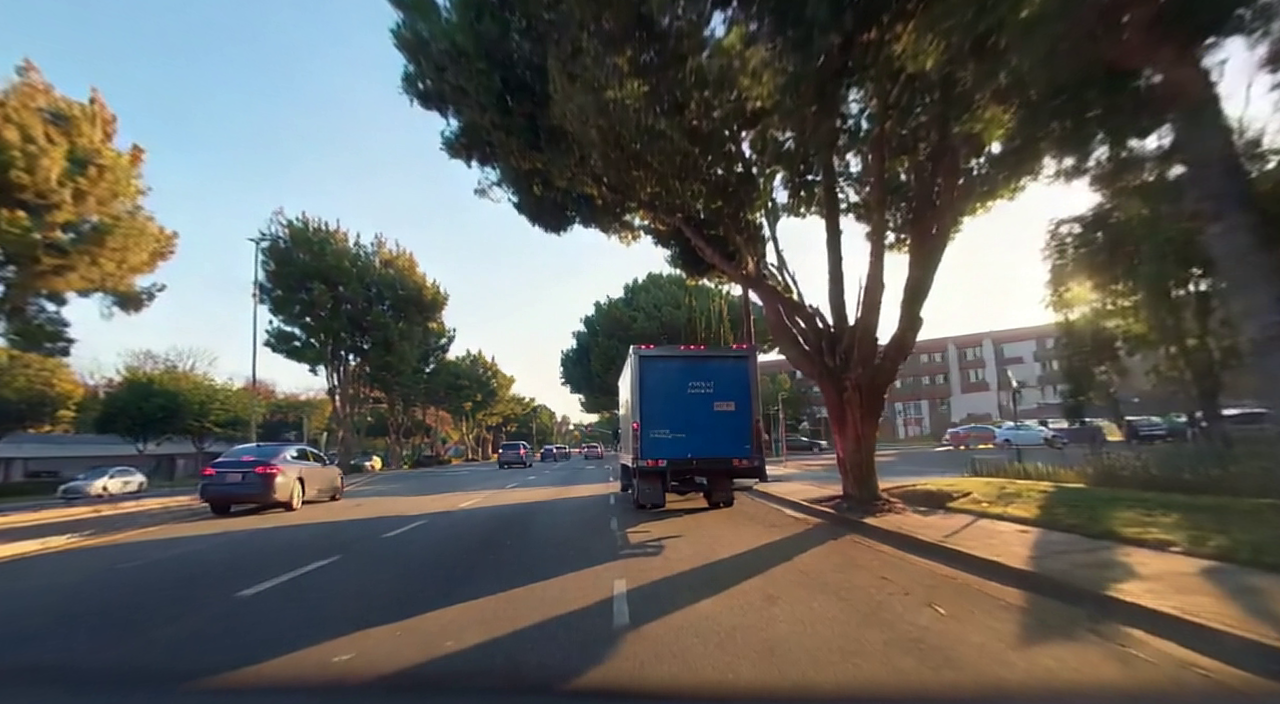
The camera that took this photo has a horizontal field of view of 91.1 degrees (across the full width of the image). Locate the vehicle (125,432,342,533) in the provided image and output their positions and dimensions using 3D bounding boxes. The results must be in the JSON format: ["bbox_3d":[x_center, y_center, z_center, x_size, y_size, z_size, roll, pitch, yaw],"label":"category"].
[{"bbox_3d":[-7.905,2.509,12.824,1.958,1.672,4.283,1,-8,-7],"label":"vehicle"}]

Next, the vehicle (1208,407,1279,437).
[{"bbox_3d":[38.578,4.364,38.785,1.858,1.687,5.044,0,-9,-6],"label":"vehicle"}]

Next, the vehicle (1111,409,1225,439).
[{"bbox_3d":[32.416,4.520,38.836,2.039,1.714,5.431,1,-8,-5],"label":"vehicle"}]

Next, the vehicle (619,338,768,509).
[{"bbox_3d":[1.010,2.132,17.913,2.905,3.644,8.807,1,-8,-4],"label":"vehicle"}]

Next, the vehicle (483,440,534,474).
[{"bbox_3d":[-7.416,5.931,35.824,2.095,1.759,4.433,0,-8,-2],"label":"vehicle"}]

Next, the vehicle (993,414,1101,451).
[{"bbox_3d":[24.233,4.893,37.739,2.220,1.981,5.827,3,-8,-5],"label":"vehicle"}]

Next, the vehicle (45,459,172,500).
[{"bbox_3d":[-25.885,6.206,30.861,2.180,1.681,4.770,0,-8,-3],"label":"vehicle"}]

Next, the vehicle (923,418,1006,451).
[{"bbox_3d":[18.934,4.900,36.871,1.880,1.804,4.679,1,-9,-8],"label":"vehicle"}]

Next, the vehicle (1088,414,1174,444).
[{"bbox_3d":[29.476,4.685,37.831,1.827,1.498,3.785,-5,-8,-6],"label":"vehicle"}]
